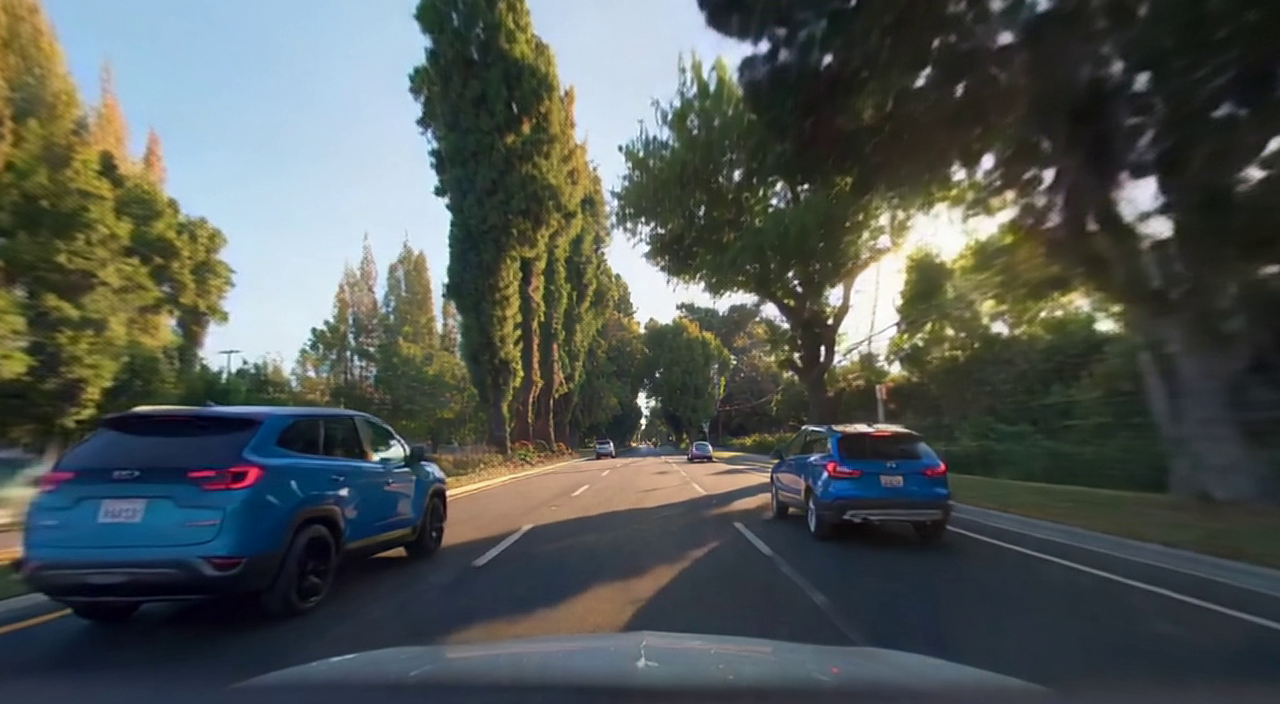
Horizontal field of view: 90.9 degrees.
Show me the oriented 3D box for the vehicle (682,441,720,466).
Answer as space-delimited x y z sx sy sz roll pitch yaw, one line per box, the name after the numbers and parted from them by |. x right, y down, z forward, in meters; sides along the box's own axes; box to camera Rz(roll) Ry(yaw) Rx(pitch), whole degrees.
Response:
3.726 6.316 39.370 1.906 1.468 4.422 0 -8 0 | vehicle

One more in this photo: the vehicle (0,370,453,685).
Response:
-3.542 1.318 5.923 2.104 1.785 4.494 0 -8 1 | vehicle

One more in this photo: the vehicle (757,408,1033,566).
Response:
3.261 1.825 9.313 2.182 1.744 4.464 0 -8 0 | vehicle
